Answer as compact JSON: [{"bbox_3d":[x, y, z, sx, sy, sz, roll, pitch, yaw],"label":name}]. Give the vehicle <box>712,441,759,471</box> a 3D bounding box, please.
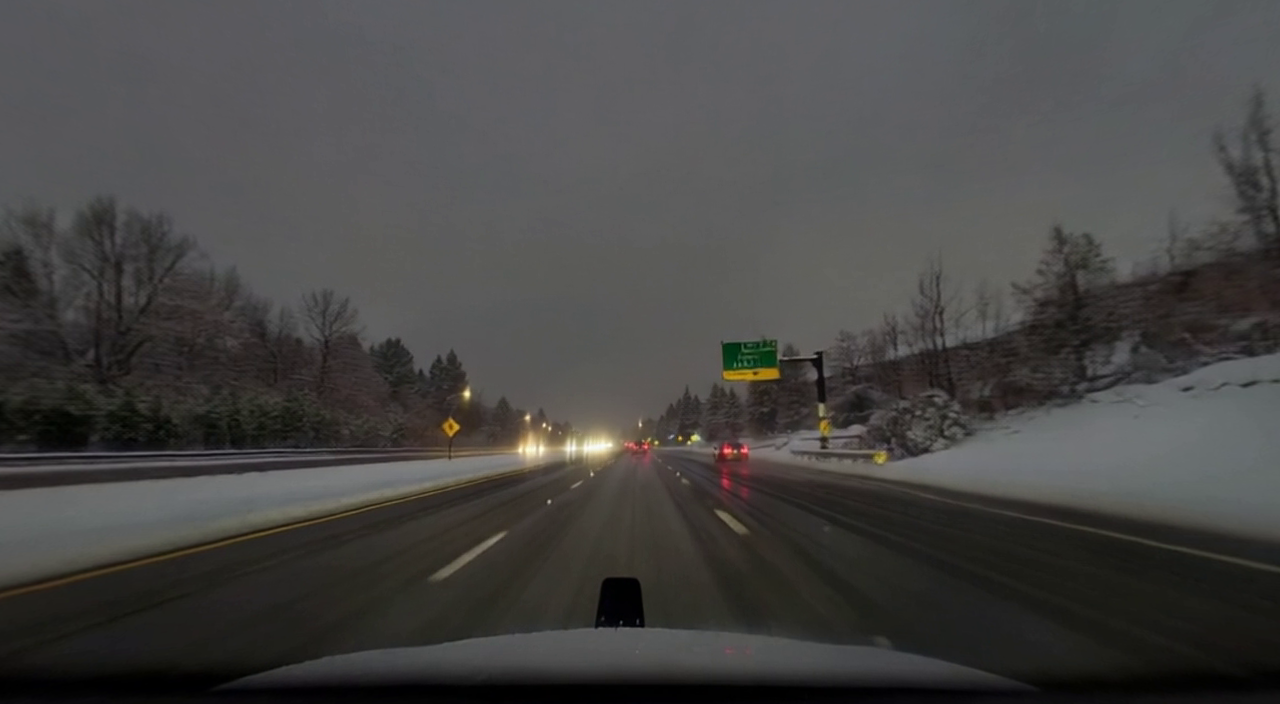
[{"bbox_3d":[5.587,6.142,37.418,2.085,1.594,4.848,0,-9,0],"label":"vehicle"}]
